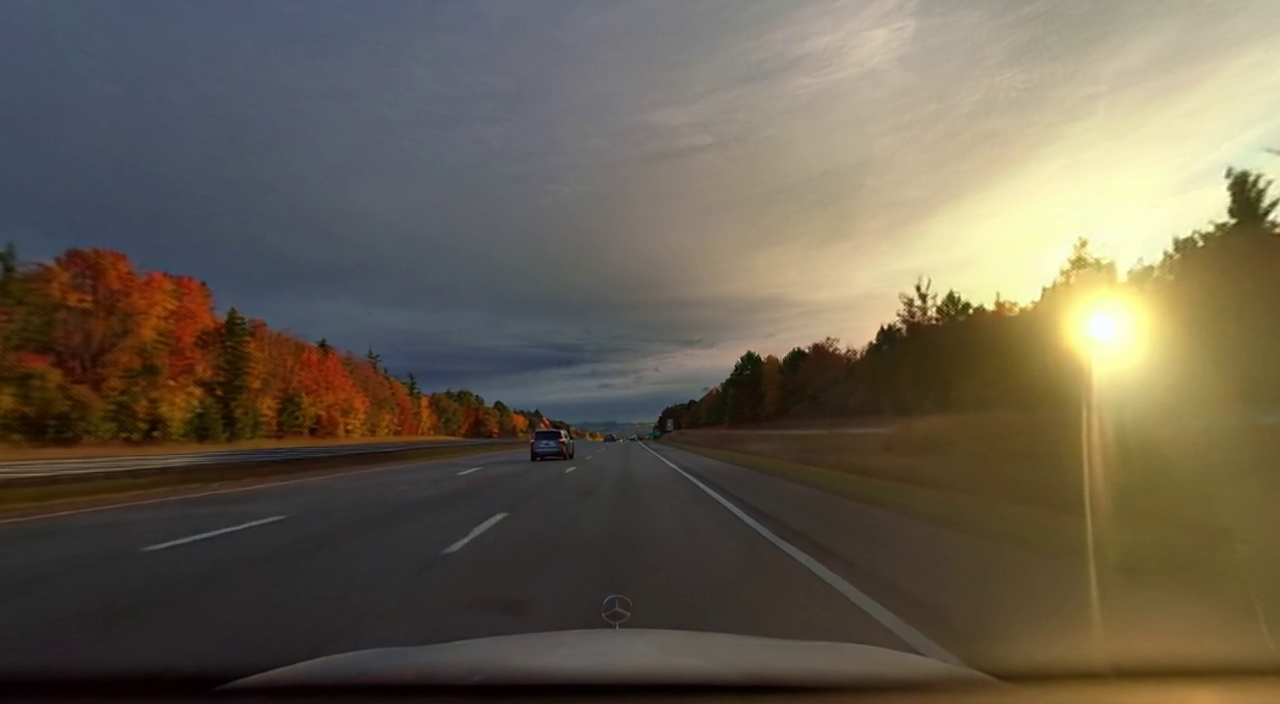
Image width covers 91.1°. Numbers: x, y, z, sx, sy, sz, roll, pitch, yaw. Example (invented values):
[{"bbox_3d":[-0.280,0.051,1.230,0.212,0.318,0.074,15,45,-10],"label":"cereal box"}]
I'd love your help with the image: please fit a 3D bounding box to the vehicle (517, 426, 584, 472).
[{"bbox_3d":[-3.511,3.883,25.491,2.057,1.666,4.552,0,-8,0],"label":"vehicle"}]
